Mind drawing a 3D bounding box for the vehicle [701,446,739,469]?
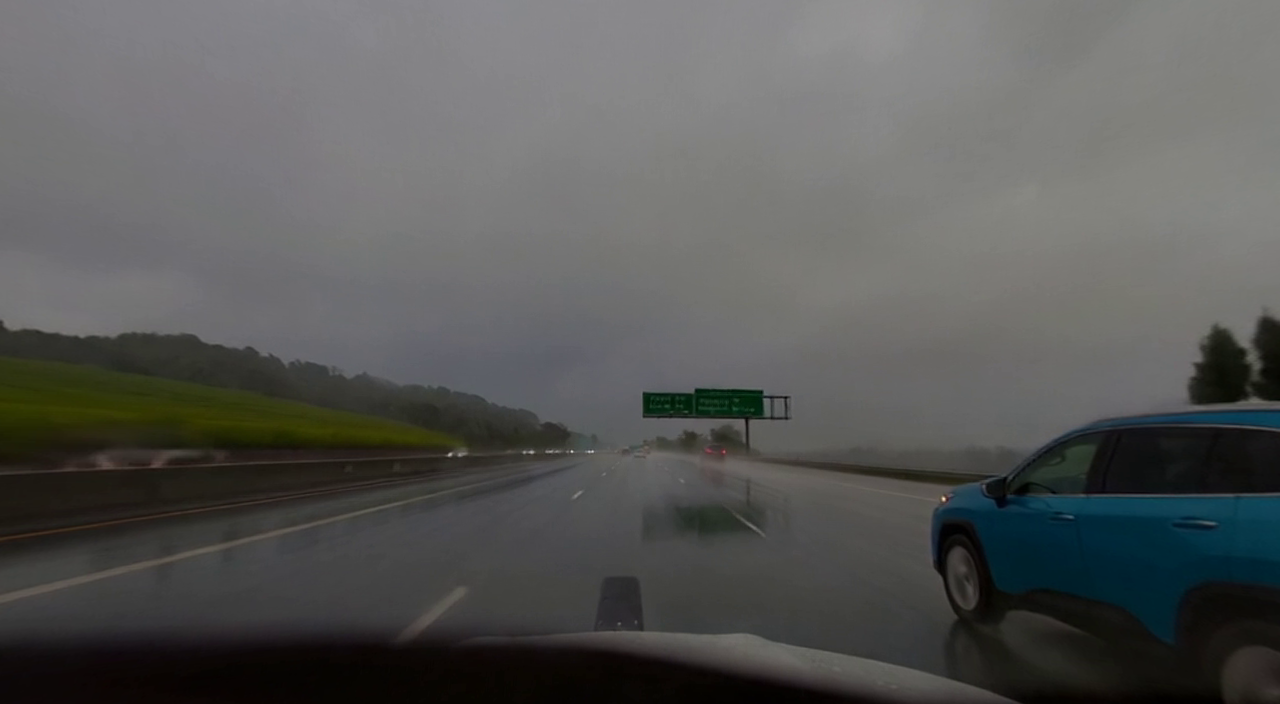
[{"bbox_3d":[5.963,7.913,47.185,2.006,1.652,4.417,0,-9,-3],"label":"vehicle"}]

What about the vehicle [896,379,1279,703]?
[{"bbox_3d":[3.466,1.223,4.085,1.784,1.733,4.141,0,-9,0],"label":"vehicle"}]

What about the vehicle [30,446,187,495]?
[{"bbox_3d":[-18.761,4.162,22.445,1.667,1.535,4.471,0,-9,1],"label":"vehicle"}]
